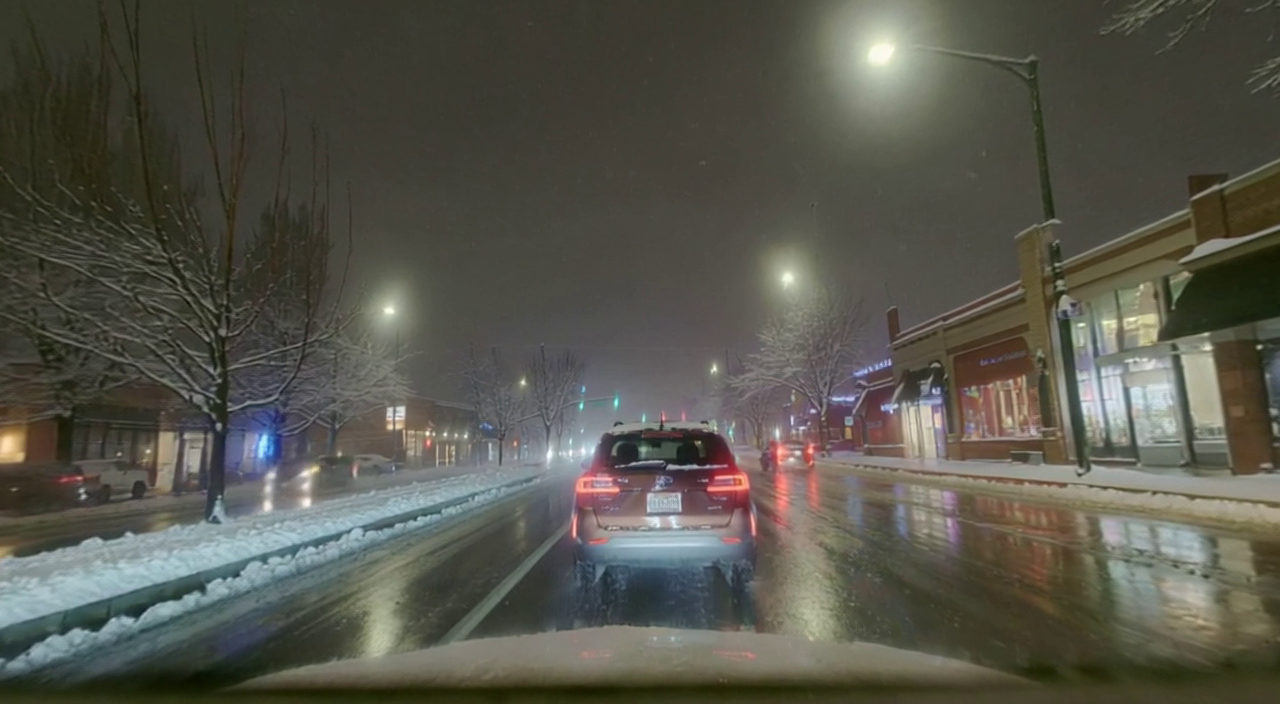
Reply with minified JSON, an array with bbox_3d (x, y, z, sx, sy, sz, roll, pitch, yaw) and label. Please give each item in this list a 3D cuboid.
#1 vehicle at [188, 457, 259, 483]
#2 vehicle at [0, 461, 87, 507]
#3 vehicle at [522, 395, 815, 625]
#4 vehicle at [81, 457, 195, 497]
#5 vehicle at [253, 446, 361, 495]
[{"bbox_3d":[-27.889,7.887,42.378,1.861,1.578,4.152,0,-8,1],"label":"vehicle"},{"bbox_3d":[-25.474,5.250,25.162,4.608,1.659,1.981,1,-8,-7],"label":"vehicle"},{"bbox_3d":[0.208,1.436,6.612,2.125,1.669,3.880,0,-8,0],"label":"vehicle"},{"bbox_3d":[-25.881,6.412,32.773,2.026,1.808,4.835,0,-8,-2],"label":"vehicle"},{"bbox_3d":[-12.752,4.515,24.489,1.965,1.695,4.284,0,-8,-2],"label":"vehicle"}]
